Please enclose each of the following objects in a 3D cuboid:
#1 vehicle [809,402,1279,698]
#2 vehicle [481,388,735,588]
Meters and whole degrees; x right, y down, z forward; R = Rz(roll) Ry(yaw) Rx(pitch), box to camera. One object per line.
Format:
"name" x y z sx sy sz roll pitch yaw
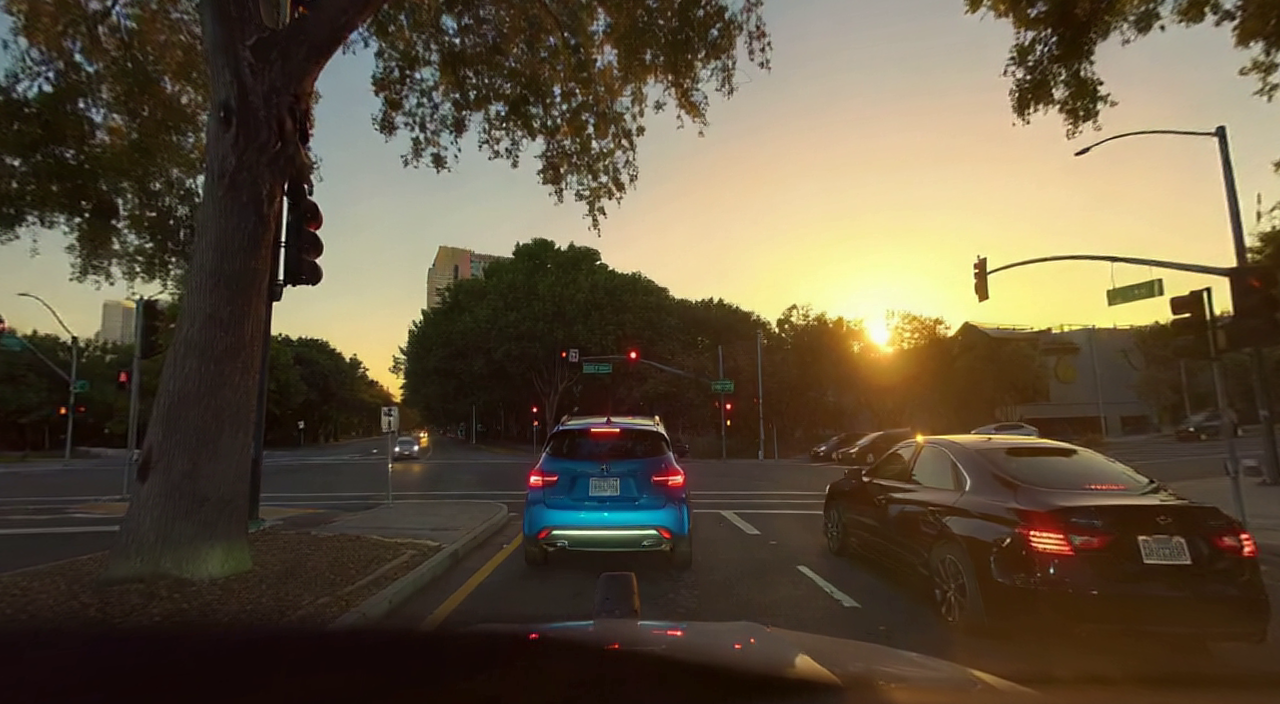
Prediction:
"vehicle" 3.173 1.401 5.754 1.932 1.562 4.629 0 -9 -1
"vehicle" -0.343 1.523 7.801 2.247 1.760 4.231 0 -9 -2
